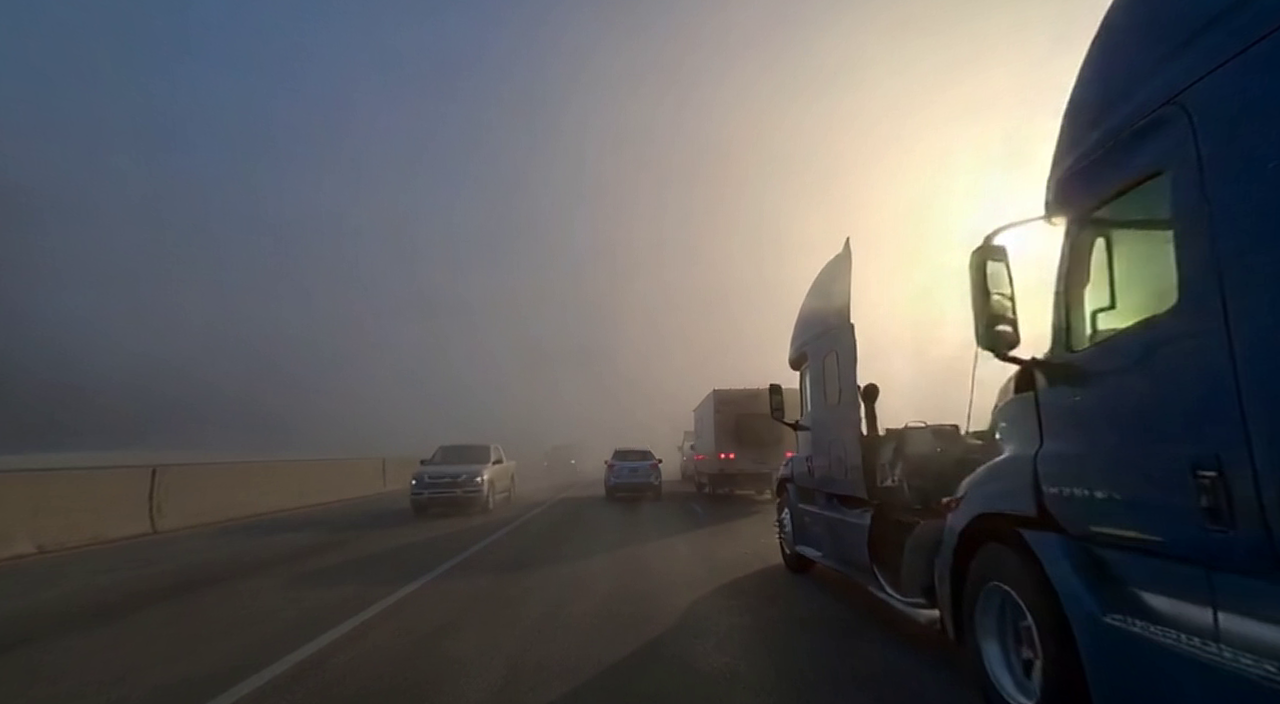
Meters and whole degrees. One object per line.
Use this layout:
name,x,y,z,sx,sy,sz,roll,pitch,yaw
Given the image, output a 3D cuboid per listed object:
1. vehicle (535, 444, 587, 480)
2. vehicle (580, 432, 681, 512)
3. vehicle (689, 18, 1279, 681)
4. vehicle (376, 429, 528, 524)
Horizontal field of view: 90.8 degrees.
vehicle,-4.019,5.654,32.756,2.074,1.717,4.089,0,-9,1
vehicle,-0.245,2.957,15.944,2.201,1.719,4.058,0,-9,-1
vehicle,2.999,1.025,11.679,2.934,4.123,15.785,0,-9,0
vehicle,-3.887,2.653,13.916,1.986,1.733,4.209,0,-9,1
